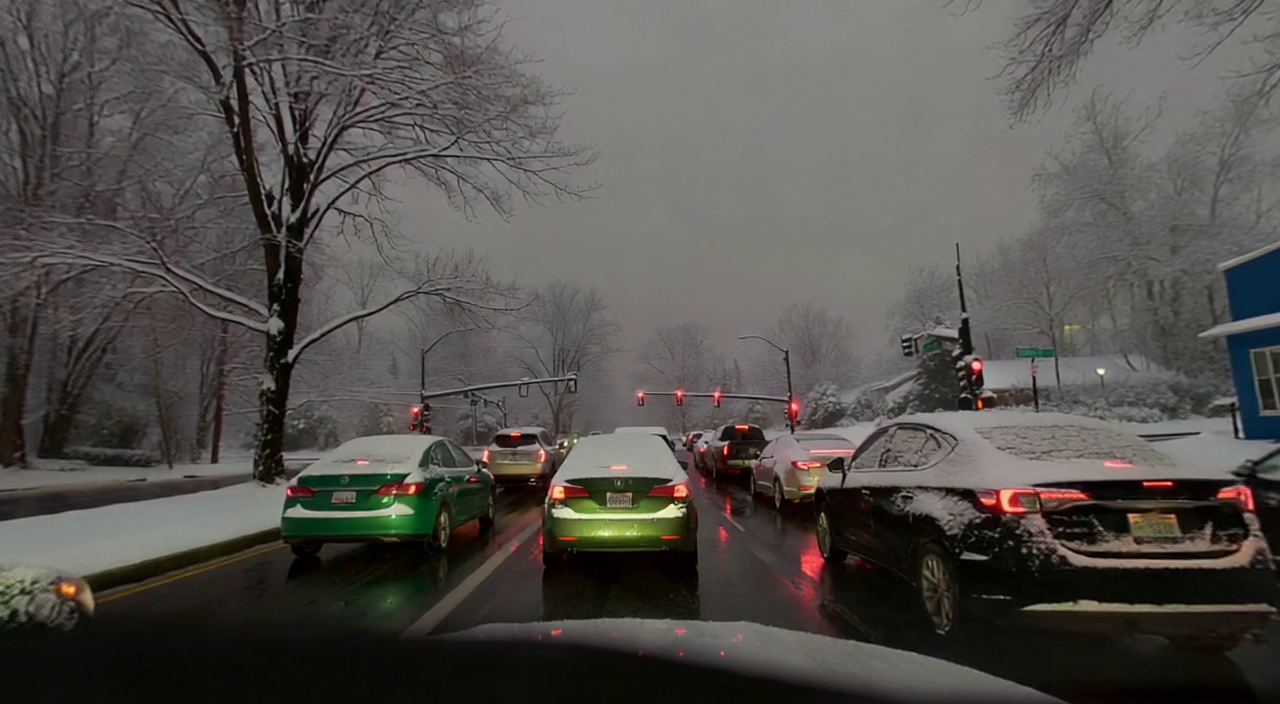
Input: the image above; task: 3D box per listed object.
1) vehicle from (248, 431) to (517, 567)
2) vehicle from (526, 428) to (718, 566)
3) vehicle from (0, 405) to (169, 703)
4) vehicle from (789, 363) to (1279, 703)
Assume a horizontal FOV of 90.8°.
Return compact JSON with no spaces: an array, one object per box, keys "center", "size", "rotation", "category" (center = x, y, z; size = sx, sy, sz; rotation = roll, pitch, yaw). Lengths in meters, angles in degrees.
[{"center":[-3.198,1.892,8.941],"size":[1.917,1.441,4.128],"rotation":[-1,-8,2],"category":"vehicle"},{"center":[-0.203,1.835,8.729],"size":[2.041,1.450,3.847],"rotation":[0,-8,0],"category":"vehicle"},{"center":[-3.354,0.708,0.854],"size":[1.863,1.448,4.697],"rotation":[0,-8,-1],"category":"vehicle"},{"center":[2.999,1.241,5.495],"size":[2.196,1.676,4.865],"rotation":[0,-8,0],"category":"vehicle"}]
